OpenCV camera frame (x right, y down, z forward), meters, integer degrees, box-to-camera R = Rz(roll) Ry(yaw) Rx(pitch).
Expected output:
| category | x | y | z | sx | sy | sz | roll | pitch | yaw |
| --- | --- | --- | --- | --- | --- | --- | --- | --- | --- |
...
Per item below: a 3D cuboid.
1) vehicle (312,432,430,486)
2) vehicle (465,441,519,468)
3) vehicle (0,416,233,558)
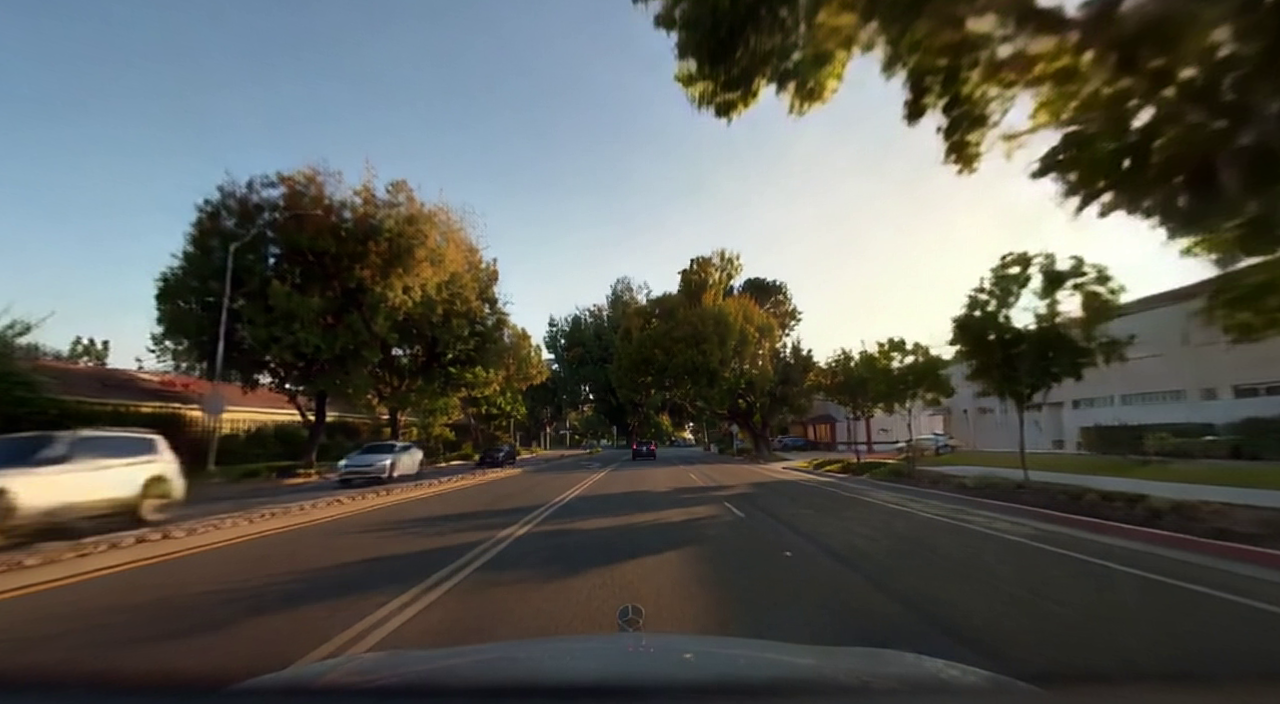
| category | x | y | z | sx | sy | sz | roll | pitch | yaw |
| --- | --- | --- | --- | --- | --- | --- | --- | --- | --- |
| vehicle | -9.817 | 3.930 | 23.547 | 2.230 | 1.777 | 4.797 | 0 | -8 | 1 |
| vehicle | -8.703 | 6.069 | 37.463 | 1.946 | 1.470 | 4.443 | 0 | -8 | 2 |
| vehicle | -9.018 | 1.961 | 9.794 | 2.250 | 1.747 | 4.492 | 0 | -8 | 2 |
